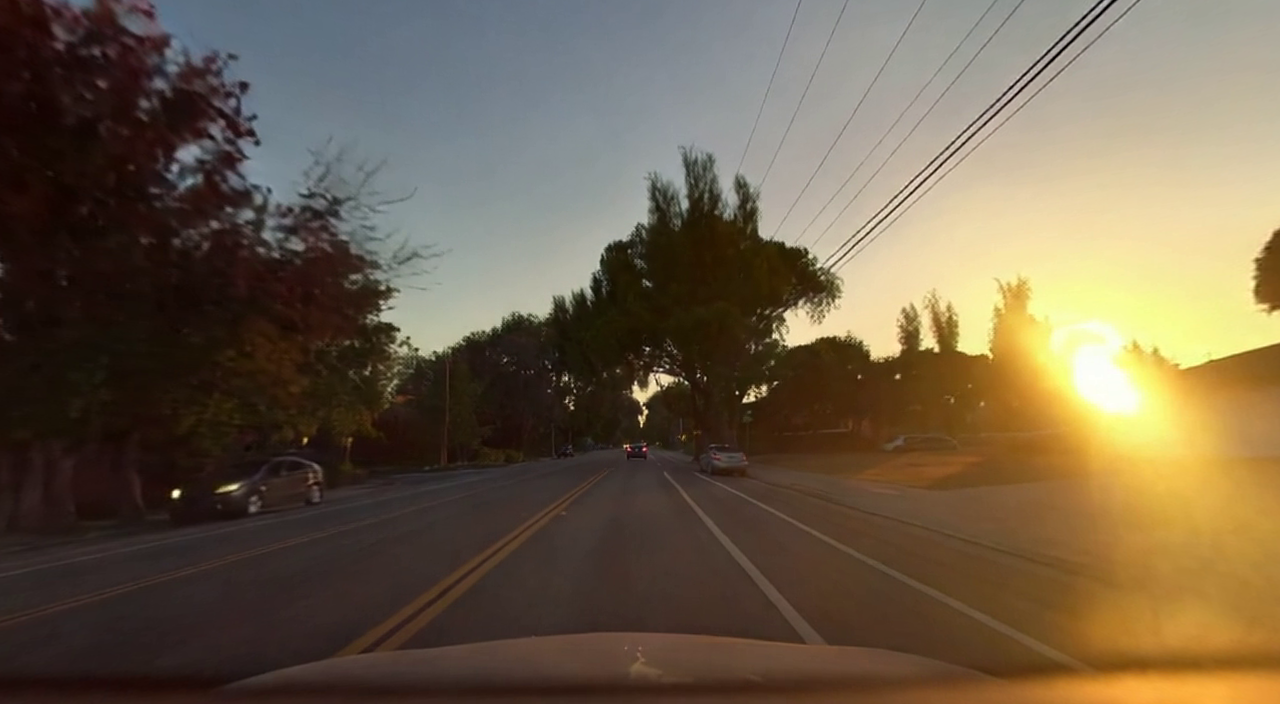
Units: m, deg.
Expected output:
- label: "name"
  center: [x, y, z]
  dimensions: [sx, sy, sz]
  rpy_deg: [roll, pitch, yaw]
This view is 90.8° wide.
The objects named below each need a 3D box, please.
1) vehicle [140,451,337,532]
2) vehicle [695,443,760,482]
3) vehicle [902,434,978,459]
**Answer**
- label: "vehicle"
  center: [-11.207, 3.850, 18.318]
  dimensions: [2.086, 1.711, 5.661]
  rpy_deg: [-6, -9, -1]
- label: "vehicle"
  center: [4.014, 5.151, 29.800]
  dimensions: [2.124, 1.524, 4.698]
  rpy_deg: [5, -9, -2]
- label: "vehicle"
  center: [21.388, 6.765, 45.141]
  dimensions: [4.536, 1.654, 1.931]
  rpy_deg: [1, -9, -7]
